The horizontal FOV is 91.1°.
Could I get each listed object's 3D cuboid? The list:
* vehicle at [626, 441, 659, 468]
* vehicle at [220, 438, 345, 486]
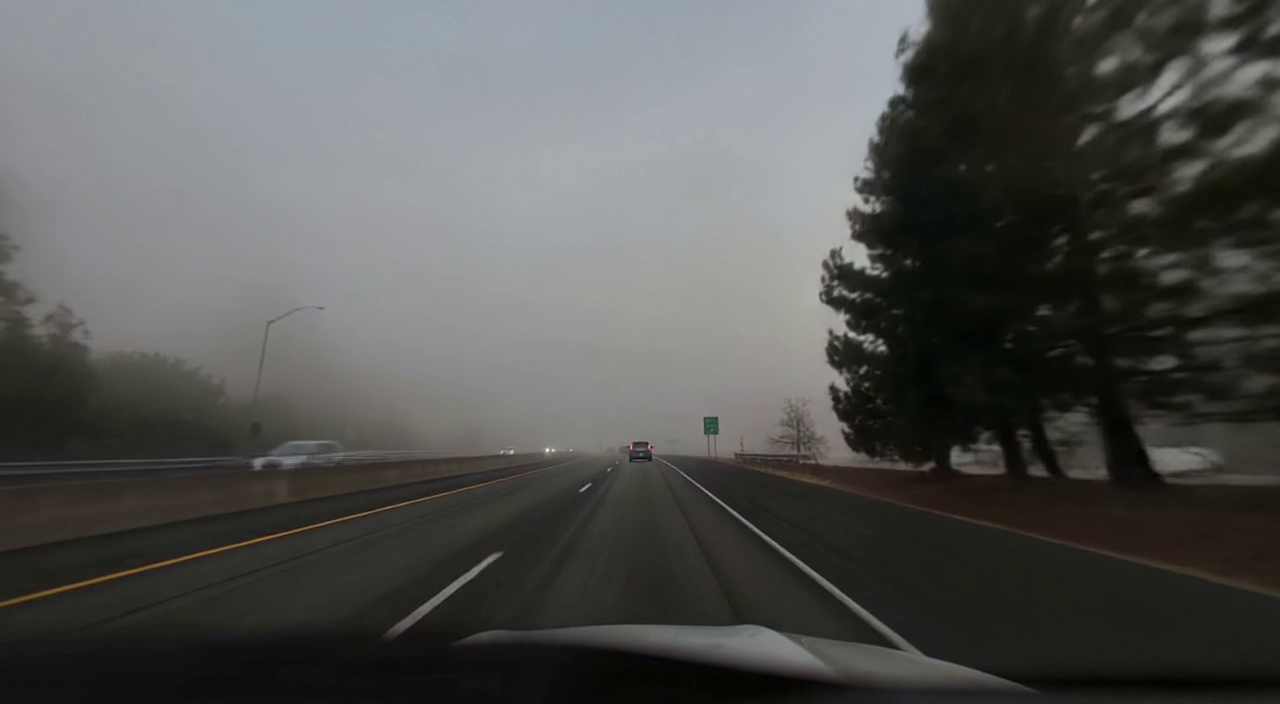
[{"bbox_3d":[0.139,6.635,40.871,2.029,1.666,4.064,0,-8,-1],"label":"vehicle"},{"bbox_3d":[-13.605,4.198,24.296,2.236,1.670,4.389,0,-8,0],"label":"vehicle"}]
